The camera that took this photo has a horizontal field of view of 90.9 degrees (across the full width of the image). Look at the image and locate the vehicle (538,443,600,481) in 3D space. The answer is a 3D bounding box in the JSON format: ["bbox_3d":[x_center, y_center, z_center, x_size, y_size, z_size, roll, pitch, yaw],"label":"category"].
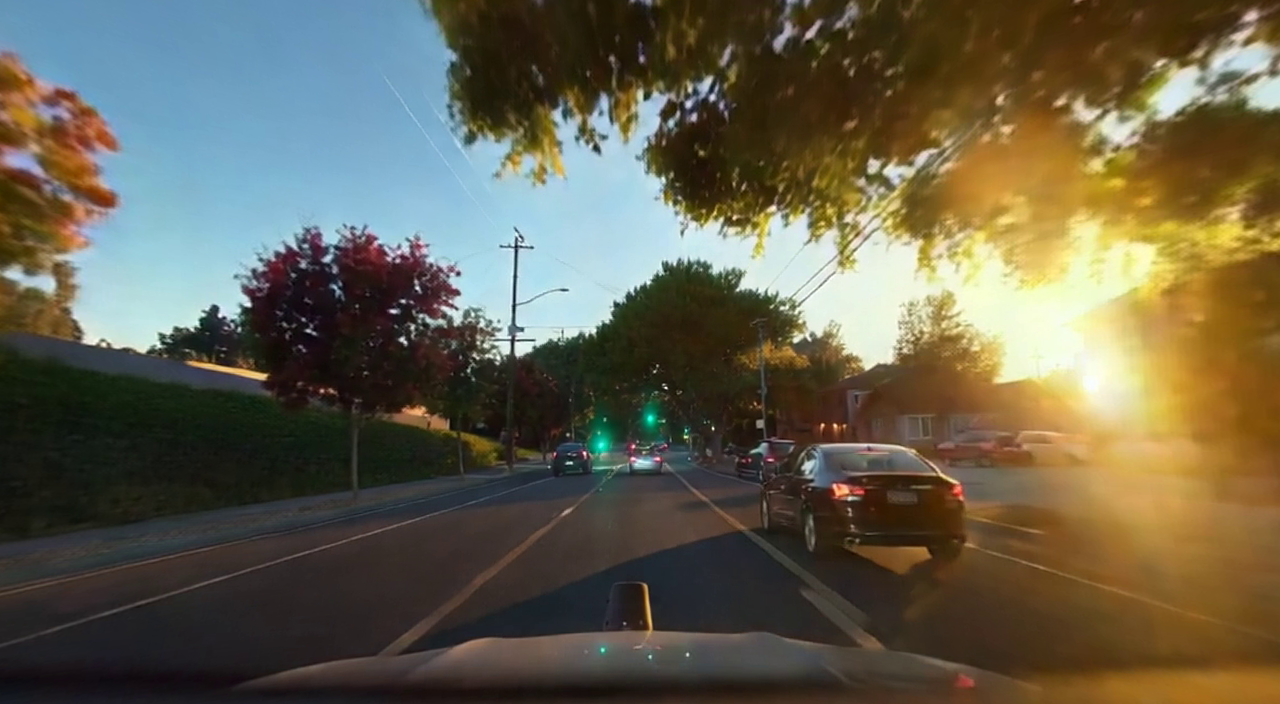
[{"bbox_3d":[-2.923,4.650,26.989,2.012,1.505,4.205,0,-8,2],"label":"vehicle"}]

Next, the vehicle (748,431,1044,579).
[{"bbox_3d":[2.993,1.885,8.691,2.158,1.483,4.415,0,-8,-1],"label":"vehicle"}]

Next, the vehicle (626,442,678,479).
[{"bbox_3d":[0.473,4.700,27.675,2.101,1.467,4.210,0,-8,0],"label":"vehicle"}]

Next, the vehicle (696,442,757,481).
[{"bbox_3d":[3.565,4.571,26.574,1.943,1.484,4.030,0,-8,-1],"label":"vehicle"}]

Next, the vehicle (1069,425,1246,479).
[{"bbox_3d":[20.874,4.090,25.955,2.177,1.947,5.935,0,-8,0],"label":"vehicle"}]
